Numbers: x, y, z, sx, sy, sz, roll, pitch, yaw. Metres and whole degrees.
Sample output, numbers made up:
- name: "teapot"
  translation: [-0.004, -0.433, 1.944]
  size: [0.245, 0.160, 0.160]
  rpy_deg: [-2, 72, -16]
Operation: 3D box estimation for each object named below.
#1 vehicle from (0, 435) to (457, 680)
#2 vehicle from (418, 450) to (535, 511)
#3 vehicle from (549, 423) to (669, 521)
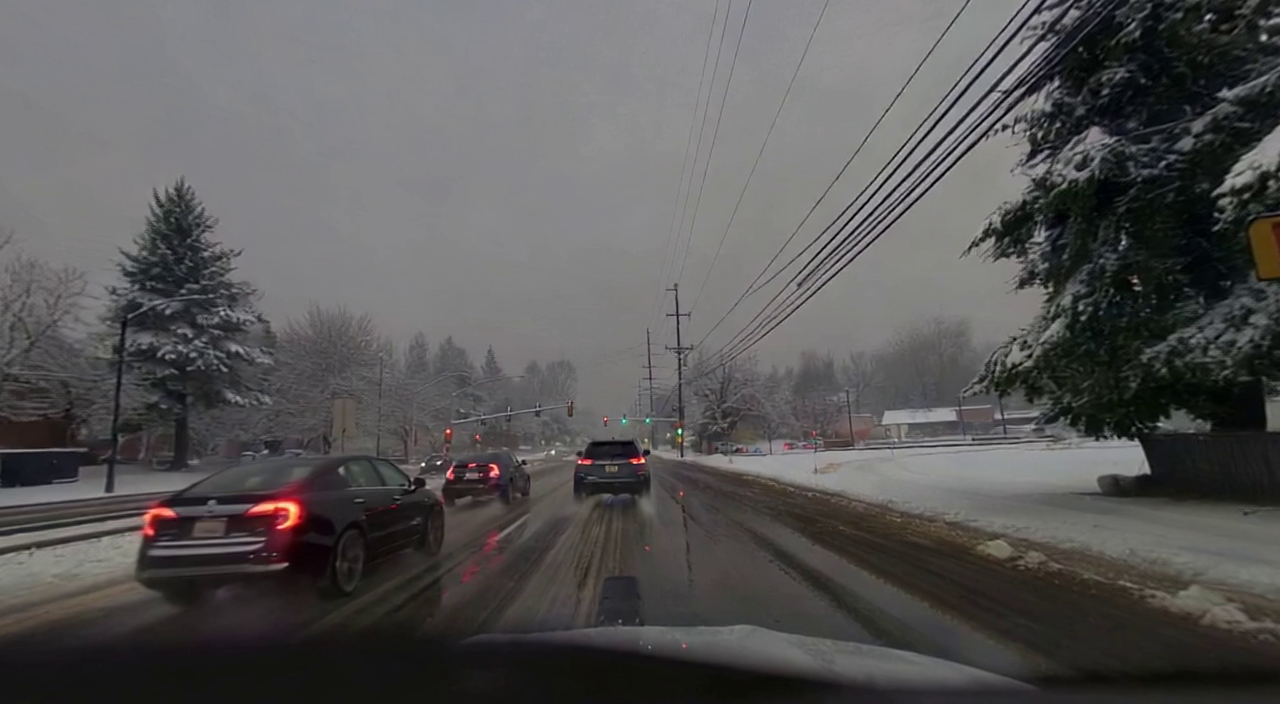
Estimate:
- name: "vehicle"
  translation: [-3.483, 1.575, 6.095]
  size: [2.064, 1.464, 4.373]
  rpy_deg: [0, -8, 1]
- name: "vehicle"
  translation: [-4.125, 3.303, 16.719]
  size: [2.008, 1.341, 4.138]
  rpy_deg: [0, -8, 0]
- name: "vehicle"
  translation: [-0.612, 2.575, 14.014]
  size: [2.276, 1.850, 3.897]
  rpy_deg: [0, -8, -1]
